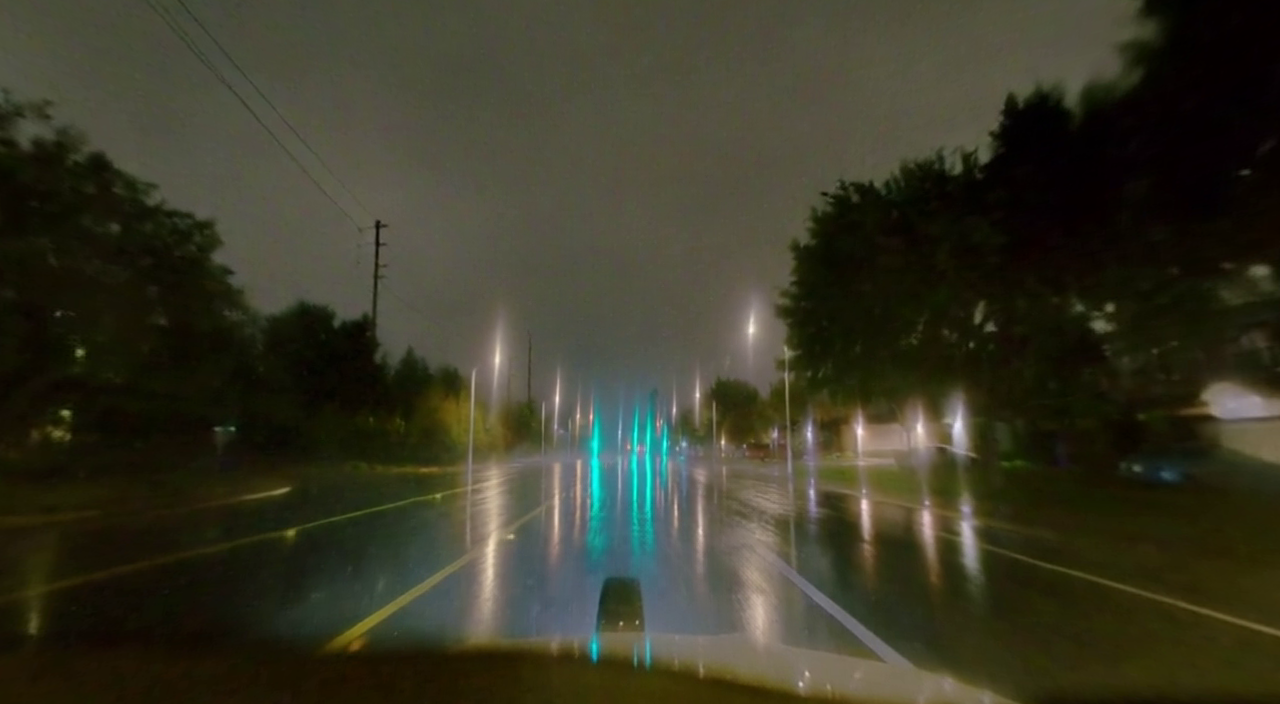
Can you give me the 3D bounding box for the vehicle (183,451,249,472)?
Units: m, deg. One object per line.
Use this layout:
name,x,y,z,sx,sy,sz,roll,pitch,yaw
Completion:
vehicle,-32.198,8.279,48.149,1.866,1.469,4.473,0,-9,0

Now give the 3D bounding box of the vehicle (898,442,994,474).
vehicle,15.090,5.257,31.293,3.709,1.509,1.873,0,-9,-1
